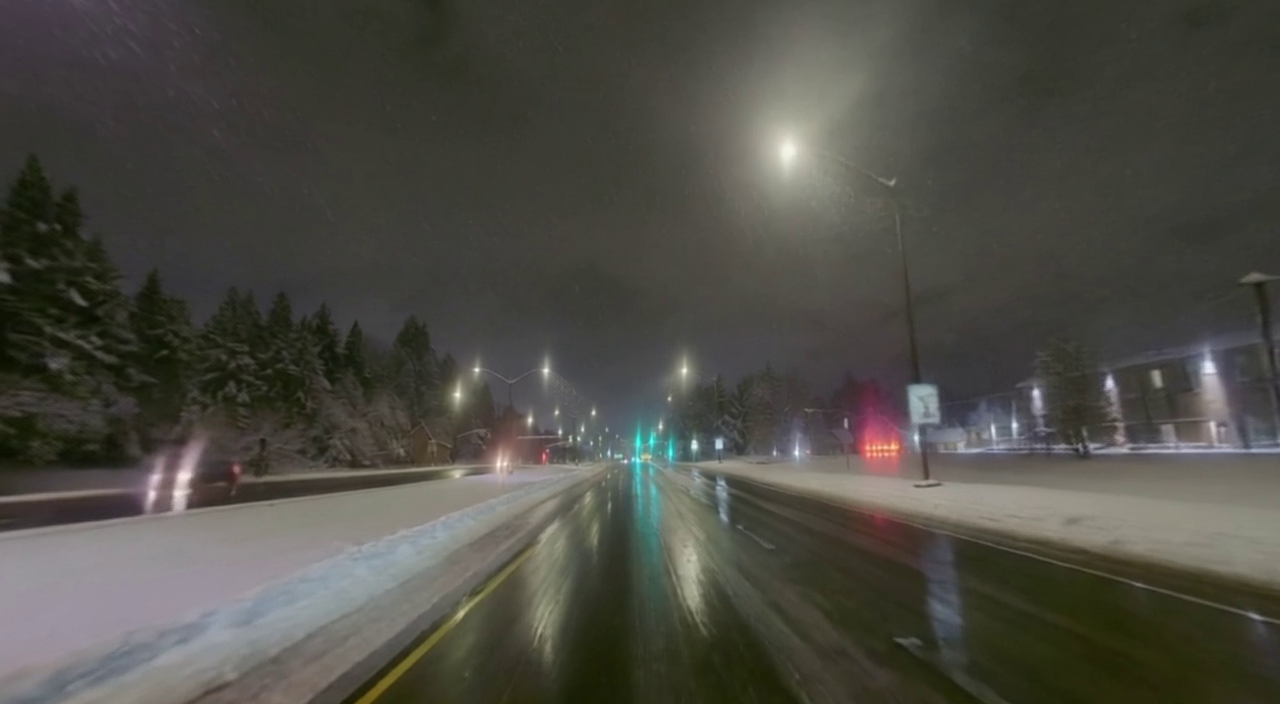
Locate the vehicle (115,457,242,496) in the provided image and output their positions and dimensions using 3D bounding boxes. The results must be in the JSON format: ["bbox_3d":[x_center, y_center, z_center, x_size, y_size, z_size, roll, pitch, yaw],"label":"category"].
[{"bbox_3d":[-19.155,5.170,26.541,1.790,1.453,4.618,0,-10,0],"label":"vehicle"}]
